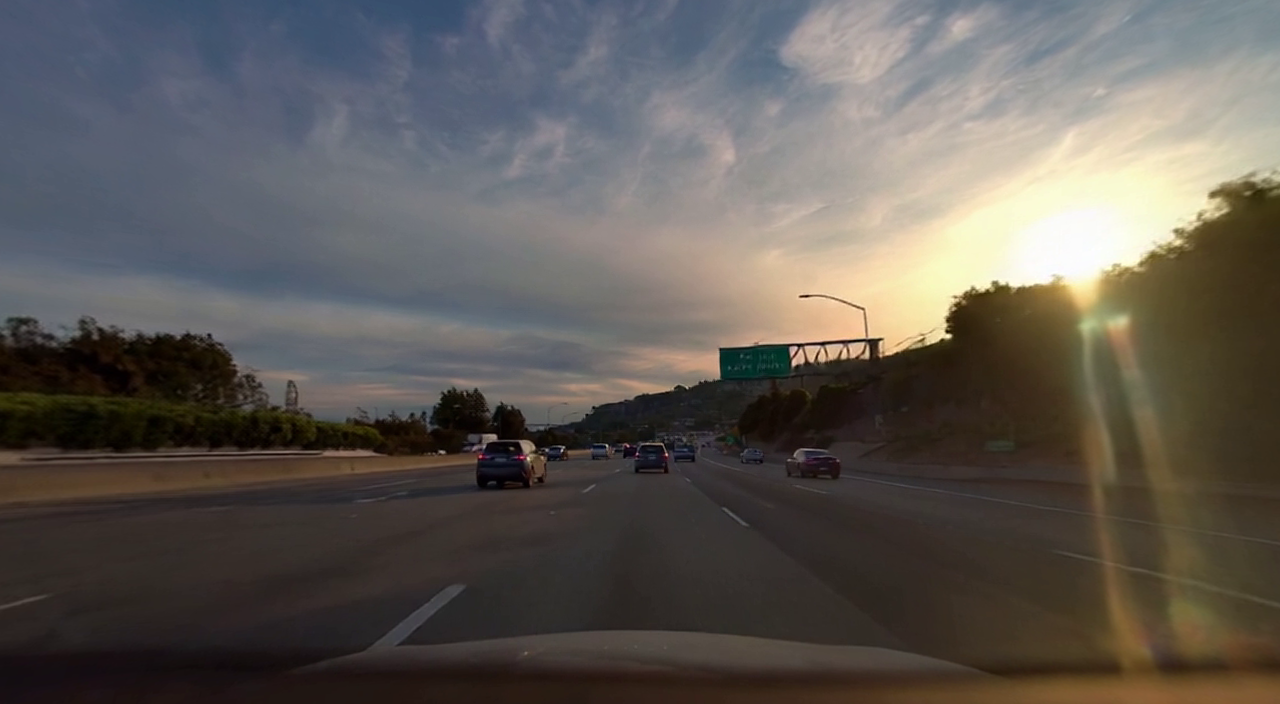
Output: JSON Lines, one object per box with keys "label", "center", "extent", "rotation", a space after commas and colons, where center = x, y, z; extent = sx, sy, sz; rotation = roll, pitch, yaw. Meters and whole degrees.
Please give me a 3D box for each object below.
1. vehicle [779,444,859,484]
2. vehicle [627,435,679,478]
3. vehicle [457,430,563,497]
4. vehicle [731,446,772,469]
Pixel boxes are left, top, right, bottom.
{"label": "vehicle", "center": [7.125, 4.499, 25.598], "extent": [1.936, 1.480, 4.373], "rotation": [0, -9, 0]}
{"label": "vehicle", "center": [0.608, 4.954, 29.985], "extent": [2.270, 1.862, 4.949], "rotation": [0, -9, 1]}
{"label": "vehicle", "center": [-3.746, 3.321, 19.068], "extent": [2.142, 1.759, 4.297], "rotation": [0, -9, 2]}
{"label": "vehicle", "center": [7.498, 7.170, 42.884], "extent": [2.005, 1.456, 4.287], "rotation": [0, -9, 0]}
